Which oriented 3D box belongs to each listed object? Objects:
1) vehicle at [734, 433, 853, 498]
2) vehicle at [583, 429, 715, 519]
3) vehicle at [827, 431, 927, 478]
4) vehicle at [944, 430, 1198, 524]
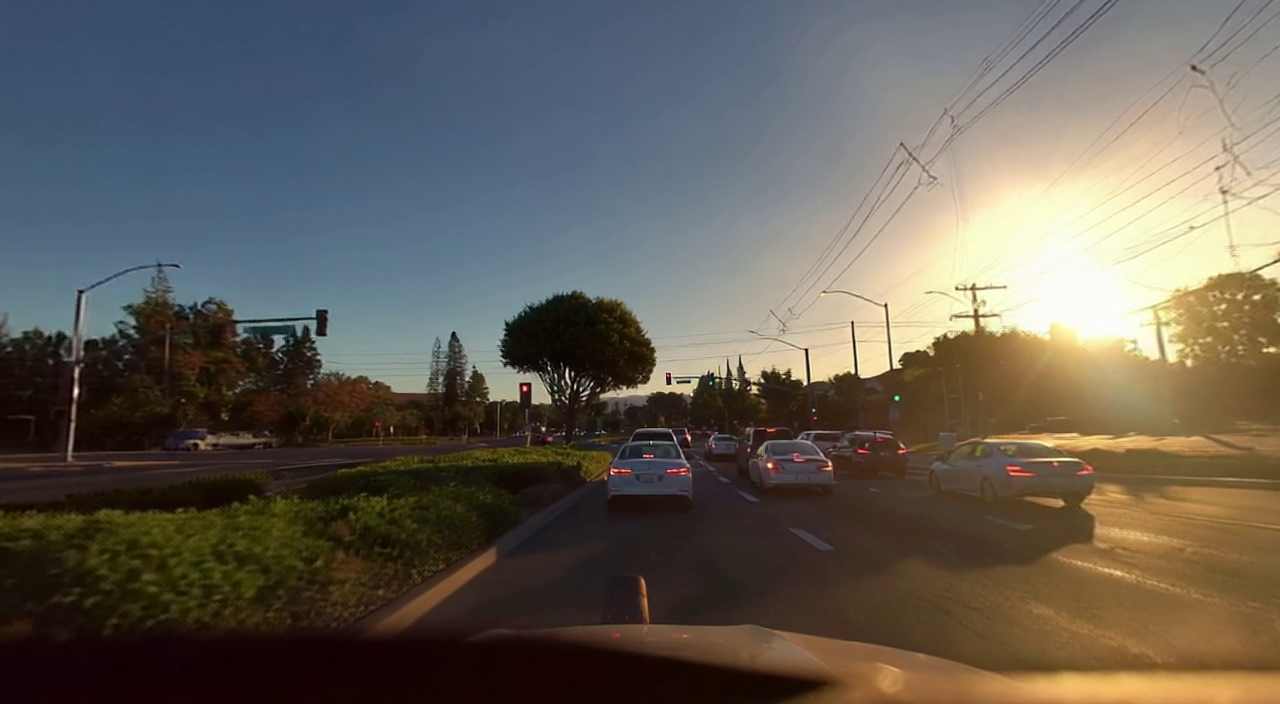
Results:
[{"bbox_3d":[3.828,2.926,16.626,2.028,1.454,4.531,0,-8,1],"label":"vehicle"},{"bbox_3d":[0.174,2.382,12.833,2.208,1.498,4.401,0,-8,1],"label":"vehicle"},{"bbox_3d":[8.650,3.781,23.498,1.966,1.536,4.666,0,-8,1],"label":"vehicle"},{"bbox_3d":[7.974,2.337,12.346,1.905,1.483,4.469,-1,-8,2],"label":"vehicle"}]
